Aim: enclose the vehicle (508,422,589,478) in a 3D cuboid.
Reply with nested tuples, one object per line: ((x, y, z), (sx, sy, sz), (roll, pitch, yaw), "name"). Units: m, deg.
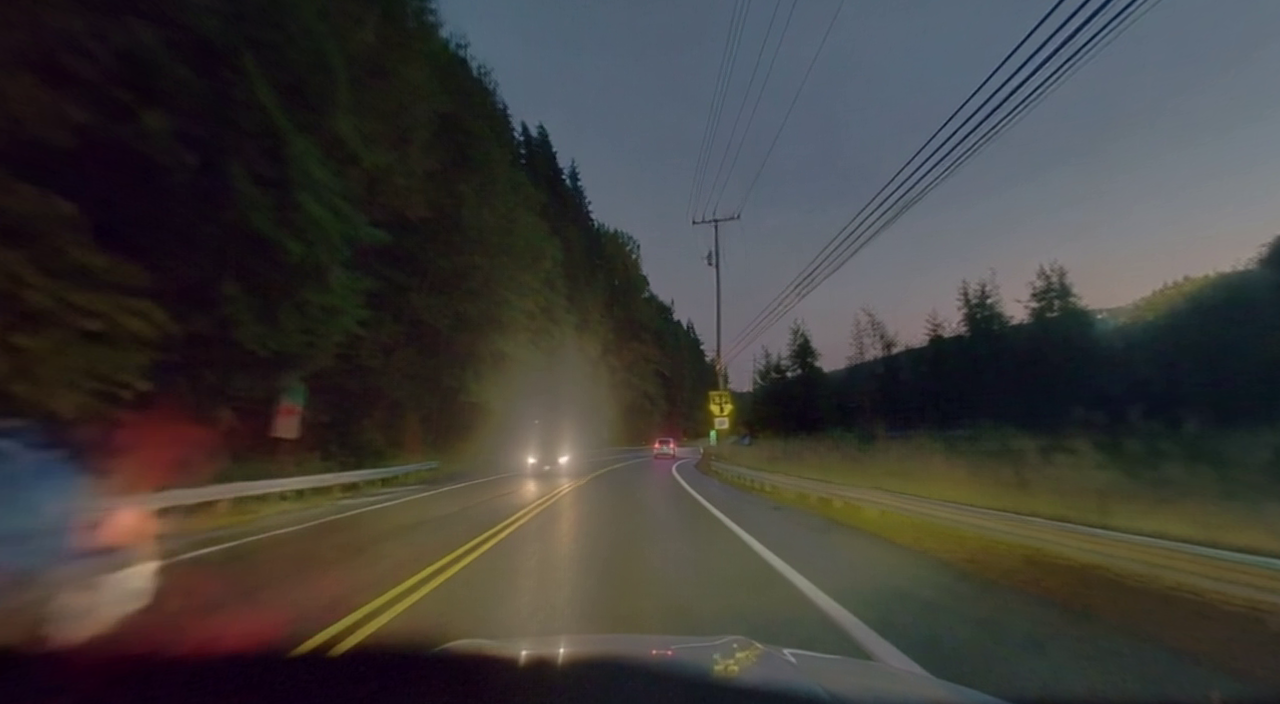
((-3.542, 3.963, 25.662), (2.343, 1.998, 4.973), (-1, -9, 2), "vehicle")

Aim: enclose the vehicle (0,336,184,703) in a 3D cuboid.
((-3.822, 0.654, 1.408), (2.120, 1.821, 4.650), (0, -9, 0), "vehicle")
